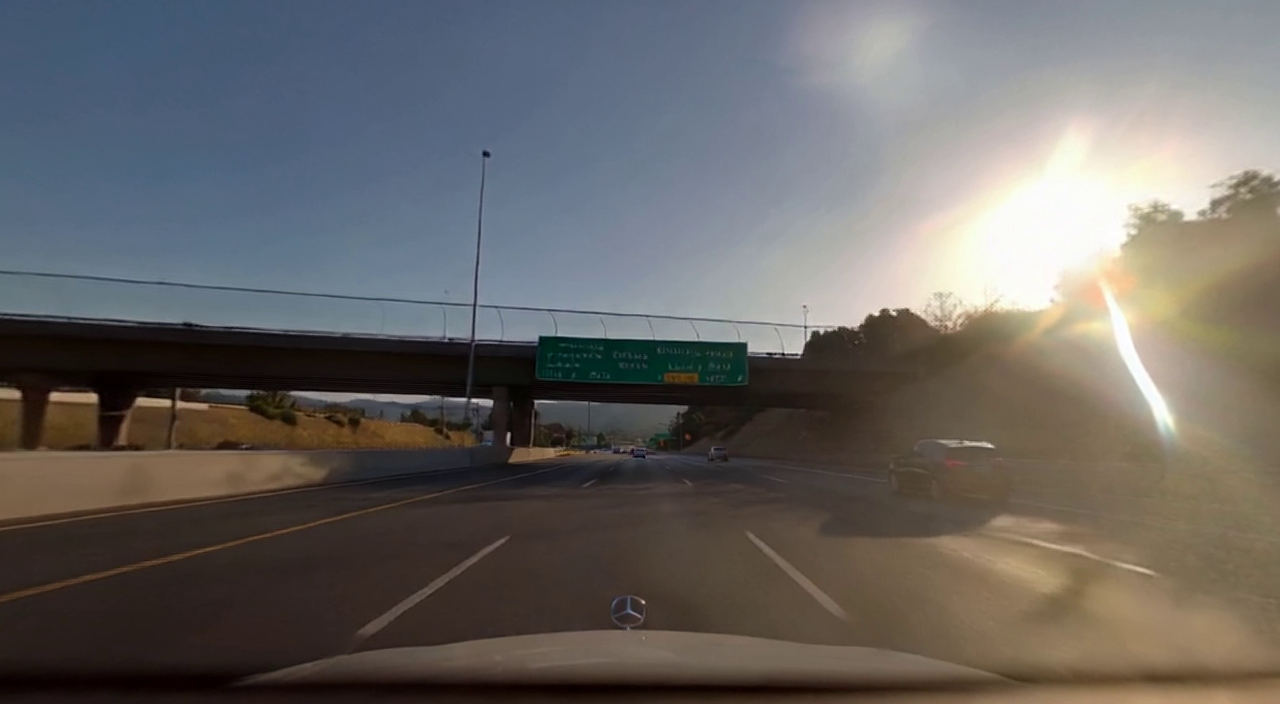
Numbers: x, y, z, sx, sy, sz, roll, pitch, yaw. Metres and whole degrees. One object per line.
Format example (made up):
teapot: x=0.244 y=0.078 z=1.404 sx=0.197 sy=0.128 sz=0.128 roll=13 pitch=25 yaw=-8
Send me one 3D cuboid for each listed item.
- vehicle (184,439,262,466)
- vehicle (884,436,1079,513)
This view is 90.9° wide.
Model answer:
vehicle: x=-28.995 y=6.976 z=44.011 sx=1.999 sy=1.727 sz=4.986 roll=0 pitch=-8 yaw=0
vehicle: x=7.837 y=2.832 z=15.142 sx=2.031 sy=1.524 sz=4.657 roll=0 pitch=-8 yaw=-1
